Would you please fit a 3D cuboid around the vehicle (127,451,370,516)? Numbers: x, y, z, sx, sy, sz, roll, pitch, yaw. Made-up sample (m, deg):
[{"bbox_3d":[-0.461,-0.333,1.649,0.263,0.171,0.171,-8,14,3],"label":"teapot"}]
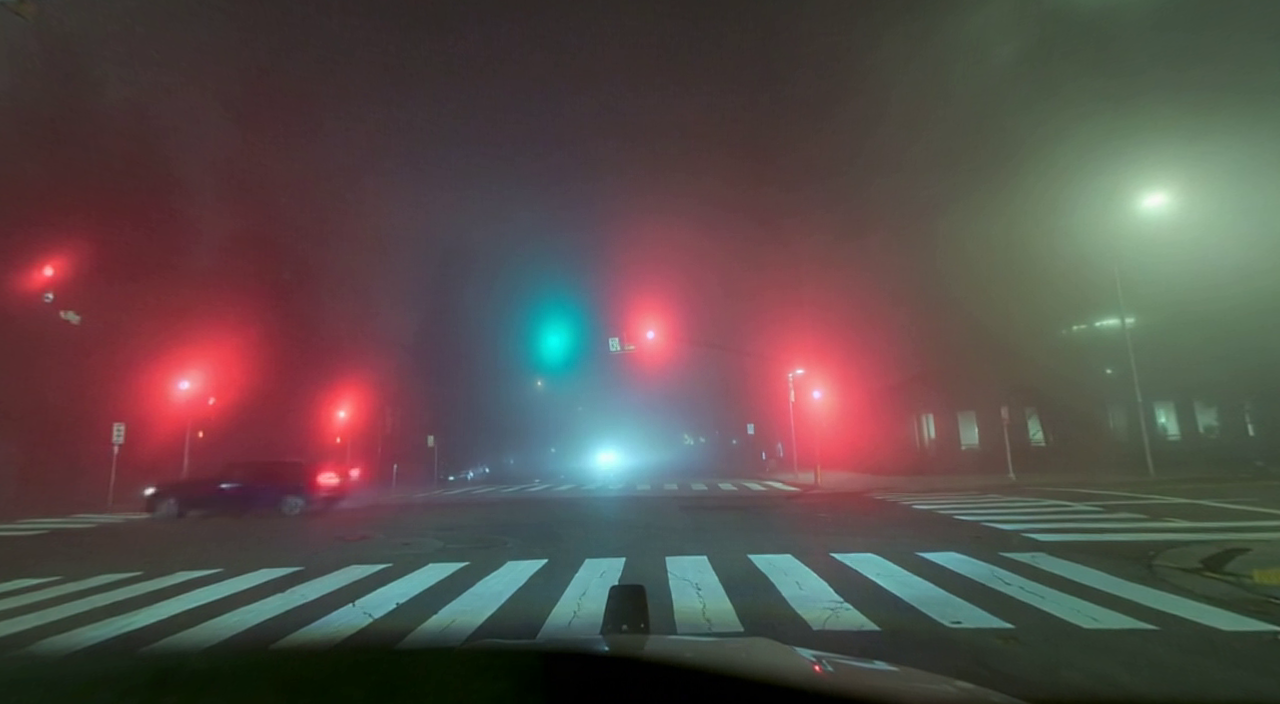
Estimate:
[{"bbox_3d":[-9.699,3.271,15.925,4.847,1.484,1.926,0,-8,1],"label":"vehicle"}]
